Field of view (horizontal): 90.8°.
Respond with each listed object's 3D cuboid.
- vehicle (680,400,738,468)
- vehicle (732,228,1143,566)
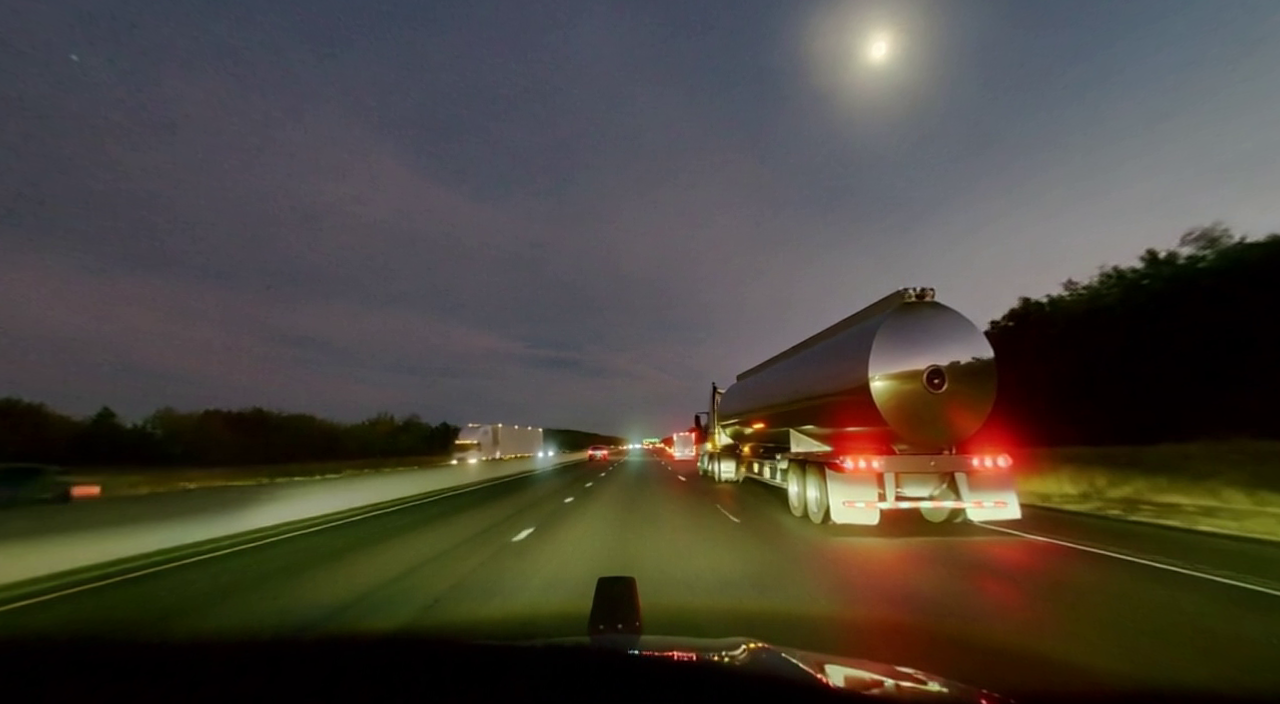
[{"bbox_3d":[4.376,5.563,42.033,2.823,4.018,8.475,0,-9,0],"label":"vehicle"},{"bbox_3d":[3.917,1.152,11.783,2.759,3.734,9.708,0,-9,-1],"label":"vehicle"}]
